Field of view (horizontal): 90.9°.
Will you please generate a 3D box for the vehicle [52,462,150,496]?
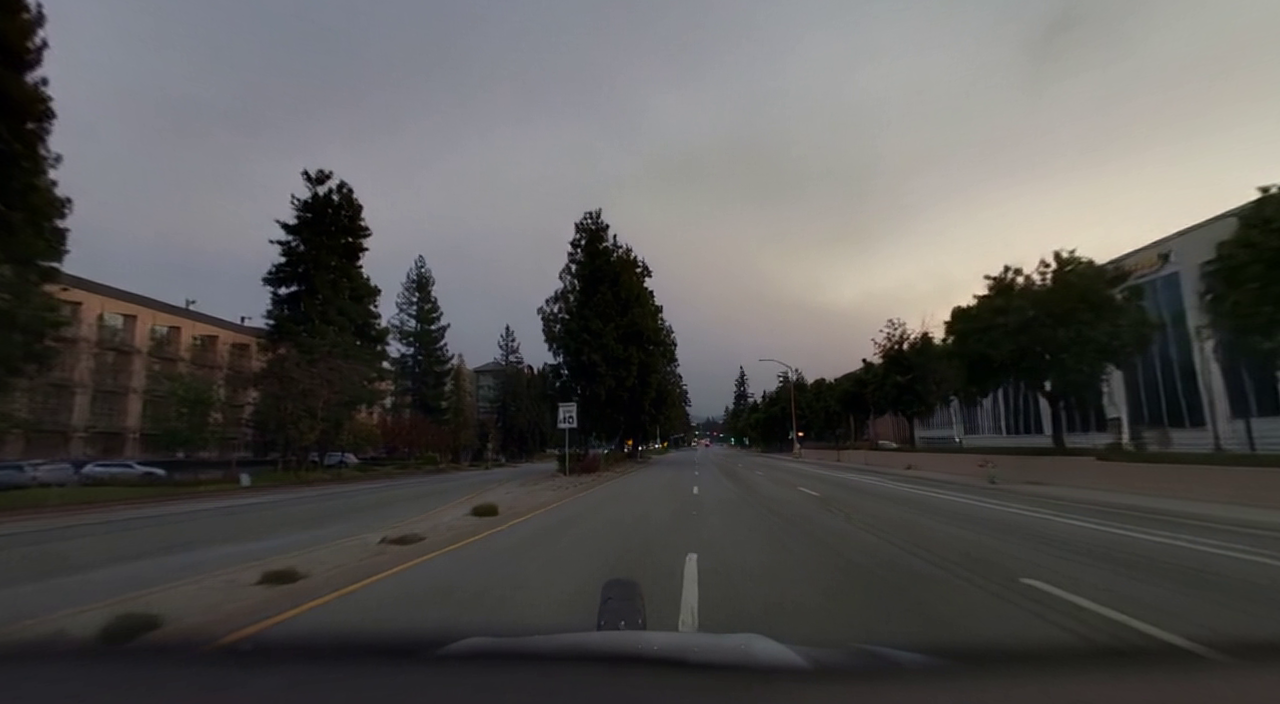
[{"bbox_3d":[-27.085,6.378,31.755,3.587,1.424,1.633,-4,-8,5],"label":"vehicle"}]
